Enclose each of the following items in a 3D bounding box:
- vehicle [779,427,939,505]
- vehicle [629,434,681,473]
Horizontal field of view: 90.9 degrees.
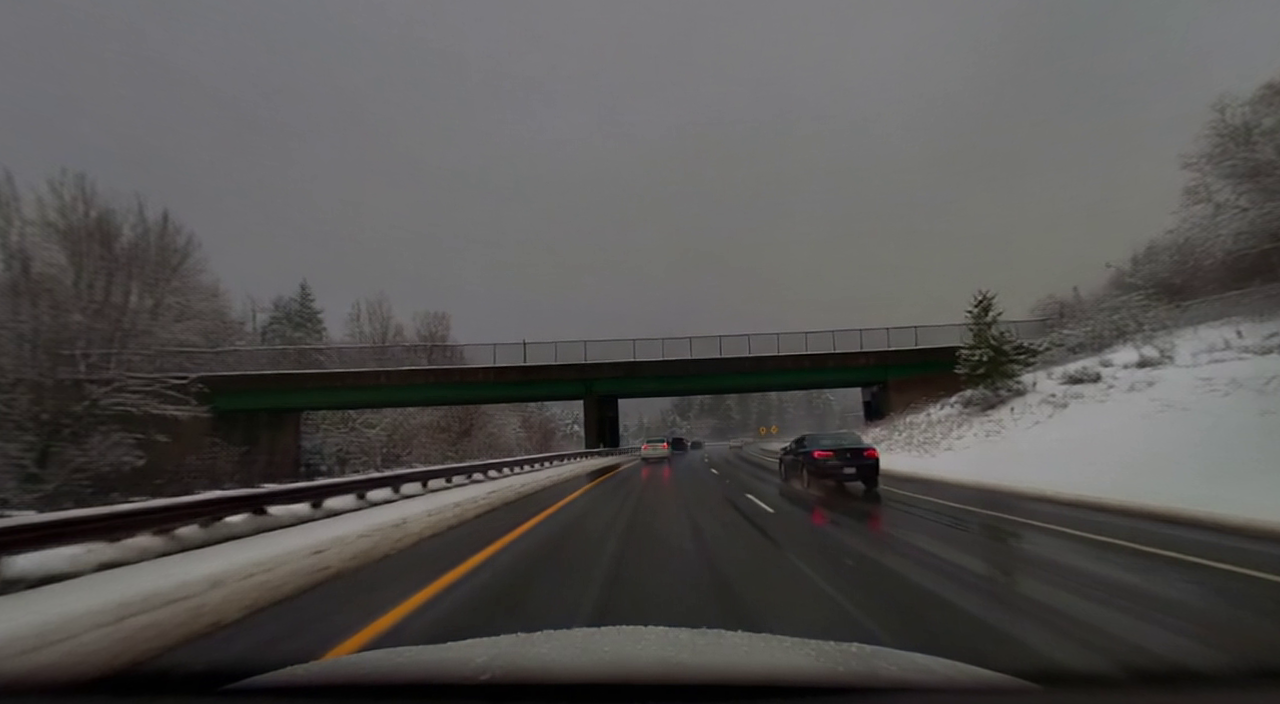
[{"bbox_3d":[4.704,2.526,14.408,2.163,1.489,4.470,0,-8,2],"label":"vehicle"},{"bbox_3d":[0.659,4.162,26.026,1.993,1.461,3.812,-1,-8,3],"label":"vehicle"}]
